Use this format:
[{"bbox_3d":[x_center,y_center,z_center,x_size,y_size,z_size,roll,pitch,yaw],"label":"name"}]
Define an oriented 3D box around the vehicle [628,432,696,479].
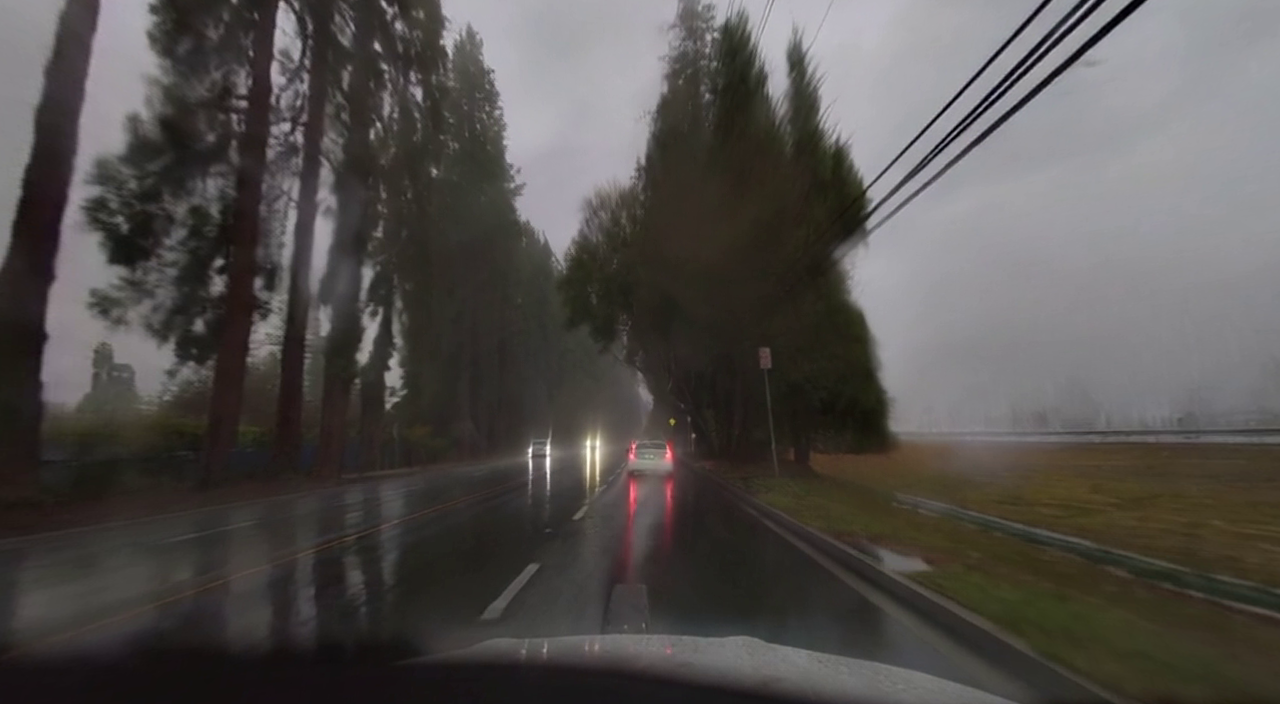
[{"bbox_3d":[0.713,3.613,22.286,2.153,1.461,4.374,-1,-8,0],"label":"vehicle"}]
